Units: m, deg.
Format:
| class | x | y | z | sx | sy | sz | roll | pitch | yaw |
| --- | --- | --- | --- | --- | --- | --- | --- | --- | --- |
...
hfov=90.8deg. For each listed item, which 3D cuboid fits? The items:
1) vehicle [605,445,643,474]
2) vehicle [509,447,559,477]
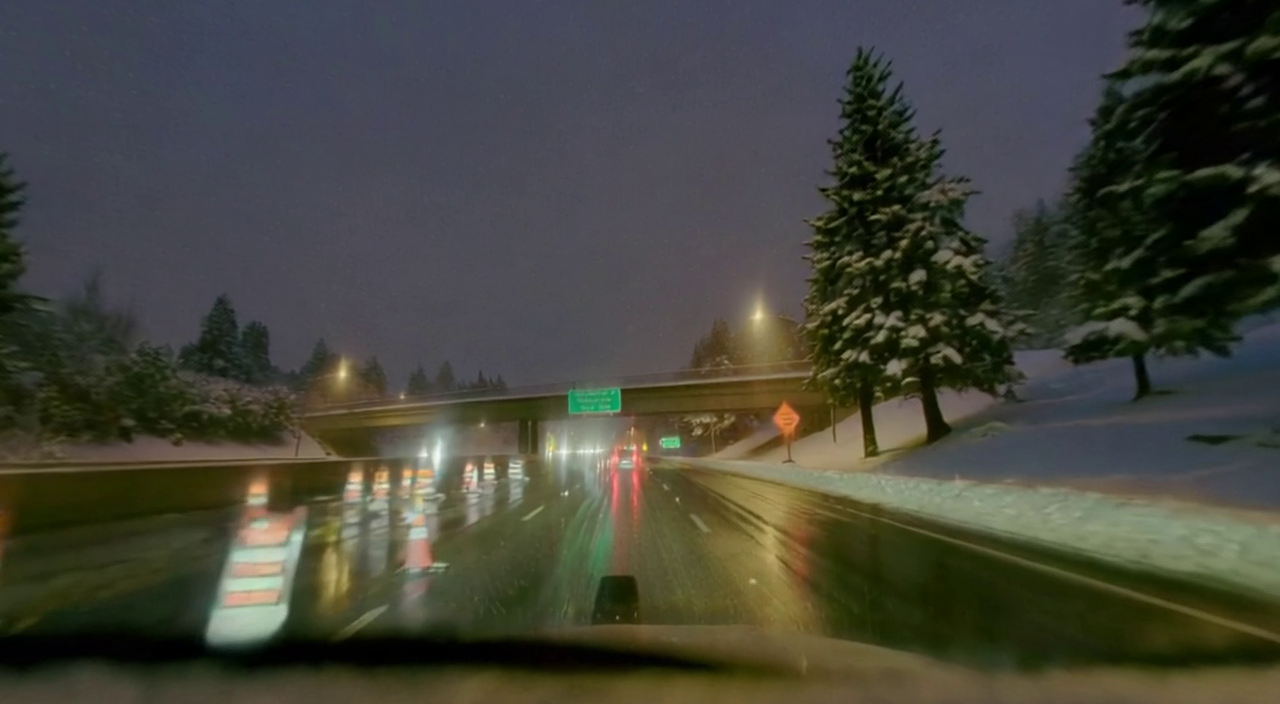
| class | x | y | z | sx | sy | sz | roll | pitch | yaw |
| --- | --- | --- | --- | --- | --- | --- | --- | --- | --- |
| vehicle | -0.920 | 6.312 | 37.262 | 2.109 | 1.638 | 3.856 | 0 | -9 | -1 |
| vehicle | -5.657 | 5.899 | 34.164 | 1.997 | 1.507 | 4.248 | 0 | -9 | -1 |
